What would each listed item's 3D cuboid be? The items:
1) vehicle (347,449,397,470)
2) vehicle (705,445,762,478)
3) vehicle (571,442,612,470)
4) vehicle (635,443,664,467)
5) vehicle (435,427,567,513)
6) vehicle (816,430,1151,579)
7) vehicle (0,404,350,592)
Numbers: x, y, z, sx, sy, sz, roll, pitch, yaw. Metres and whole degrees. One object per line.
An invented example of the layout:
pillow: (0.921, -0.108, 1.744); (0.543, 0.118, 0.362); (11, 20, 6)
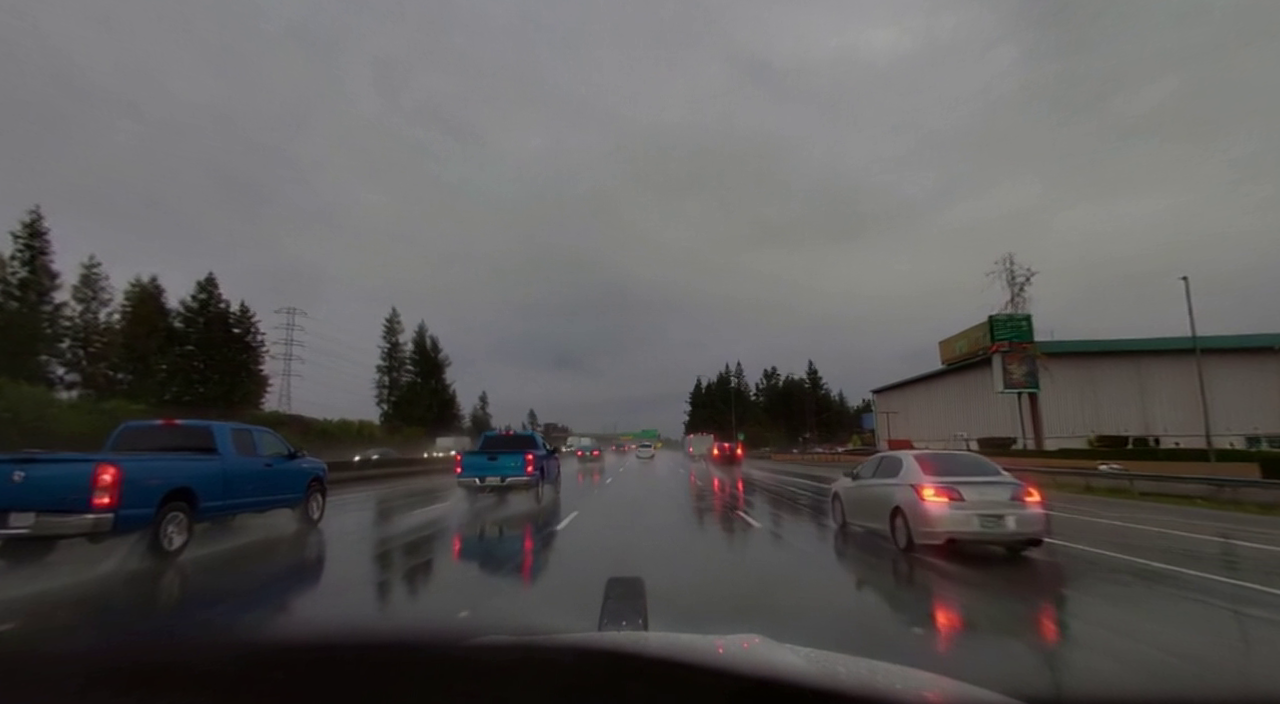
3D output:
vehicle: (-20.208, 8.114, 47.717); (1.824, 1.439, 4.318); (0, -8, 0)
vehicle: (4.454, 5.278, 30.777); (2.072, 1.456, 4.537); (0, -8, -1)
vehicle: (-3.058, 6.708, 40.941); (2.209, 1.714, 4.576); (0, -8, 1)
vehicle: (0.669, 7.503, 46.136); (2.080, 1.682, 4.150); (0, -8, 0)
vehicle: (-3.170, 2.797, 15.484); (2.146, 1.775, 4.553); (0, -8, 1)
vehicle: (4.138, 1.893, 8.723); (2.111, 1.498, 4.466); (0, -8, 0)
vehicle: (-6.489, 1.796, 8.764); (2.428, 1.812, 5.131); (0, -8, 1)
